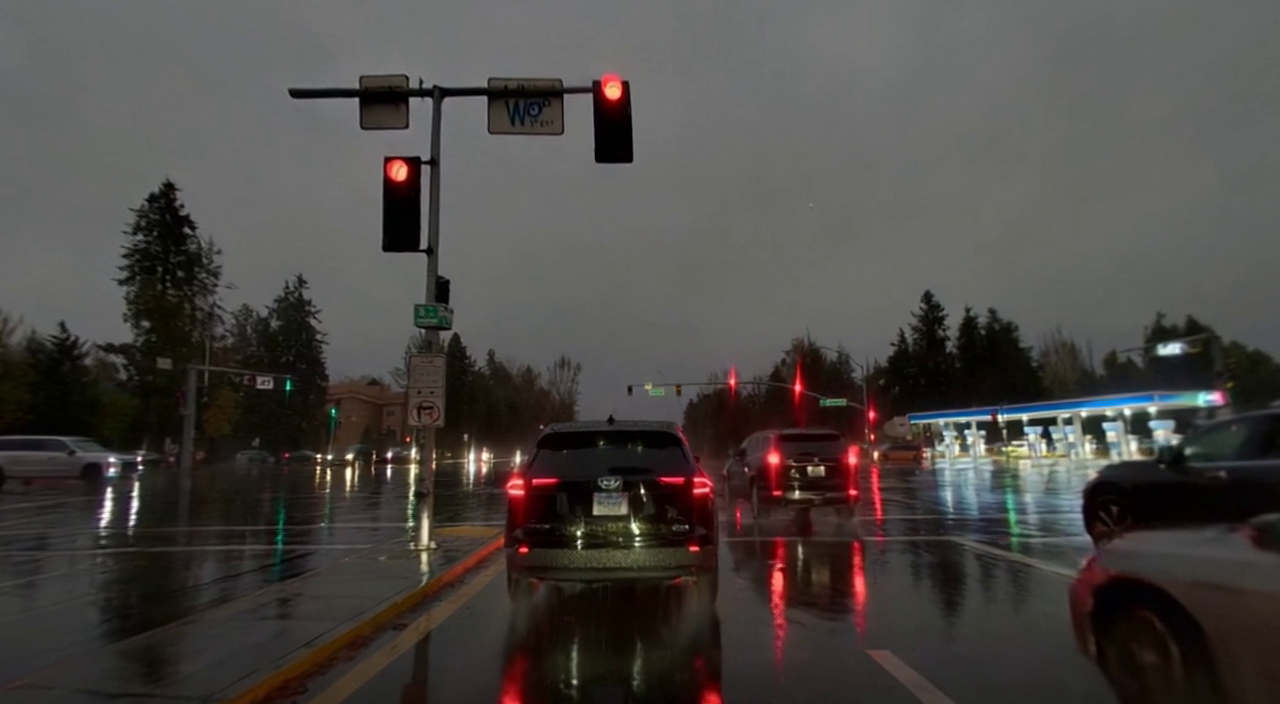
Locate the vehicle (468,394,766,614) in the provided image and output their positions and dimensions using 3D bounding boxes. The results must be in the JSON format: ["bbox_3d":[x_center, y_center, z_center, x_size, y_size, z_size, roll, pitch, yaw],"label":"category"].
[{"bbox_3d":[-0.212,1.553,7.406,2.351,1.733,4.616,0,-9,-1],"label":"vehicle"}]

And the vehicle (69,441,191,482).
[{"bbox_3d":[-26.650,5.725,33.130,4.658,1.911,2.162,-2,-9,5],"label":"vehicle"}]

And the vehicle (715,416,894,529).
[{"bbox_3d":[2.890,2.244,12.335,2.060,1.783,4.411,0,-9,-3],"label":"vehicle"}]

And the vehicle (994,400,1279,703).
[{"bbox_3d":[3.089,0.794,1.405,1.965,1.460,4.581,0,-9,0],"label":"vehicle"}]

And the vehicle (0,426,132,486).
[{"bbox_3d":[-28.956,5.013,30.574,6.772,2.769,2.305,-1,-9,3],"label":"vehicle"}]
